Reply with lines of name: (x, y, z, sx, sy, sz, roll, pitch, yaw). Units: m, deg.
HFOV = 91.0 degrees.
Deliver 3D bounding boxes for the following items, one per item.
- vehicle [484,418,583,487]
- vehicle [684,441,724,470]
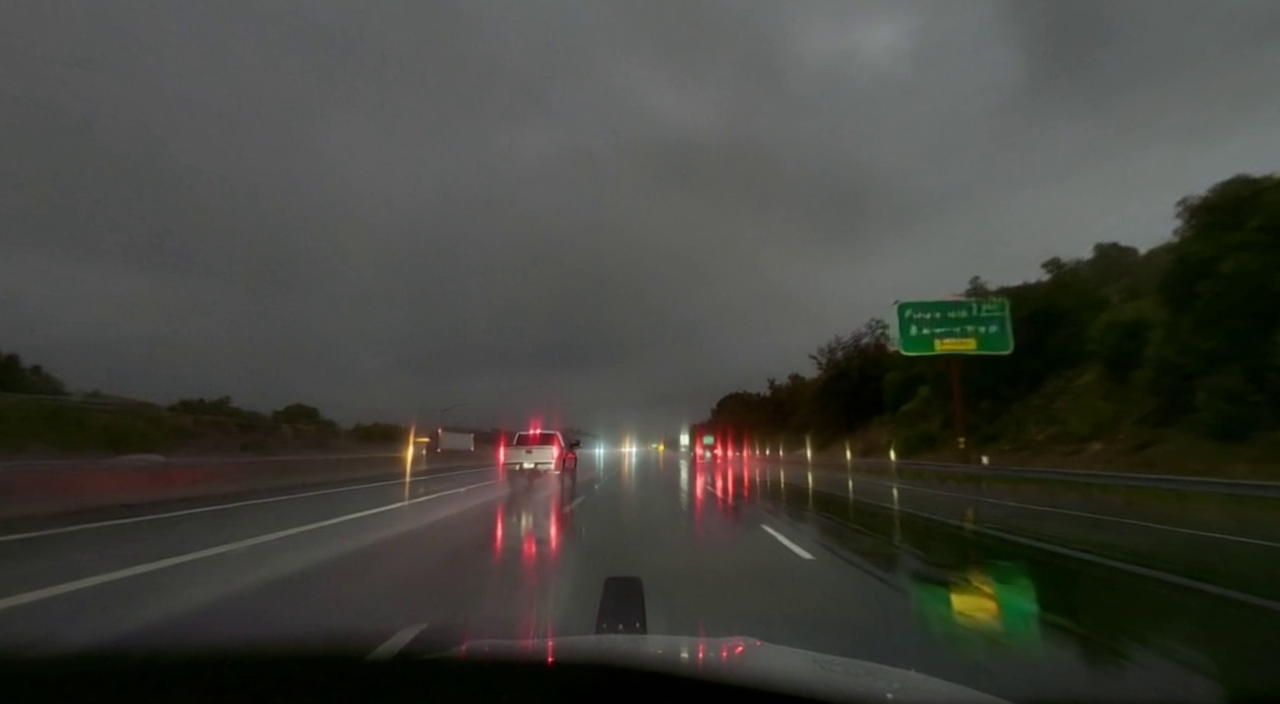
vehicle: (-3.733, 3.745, 23.606, 2.496, 2.203, 6.317, 0, -9, 1)
vehicle: (3.907, 6.431, 39.104, 2.095, 1.668, 4.135, 0, -9, 1)
